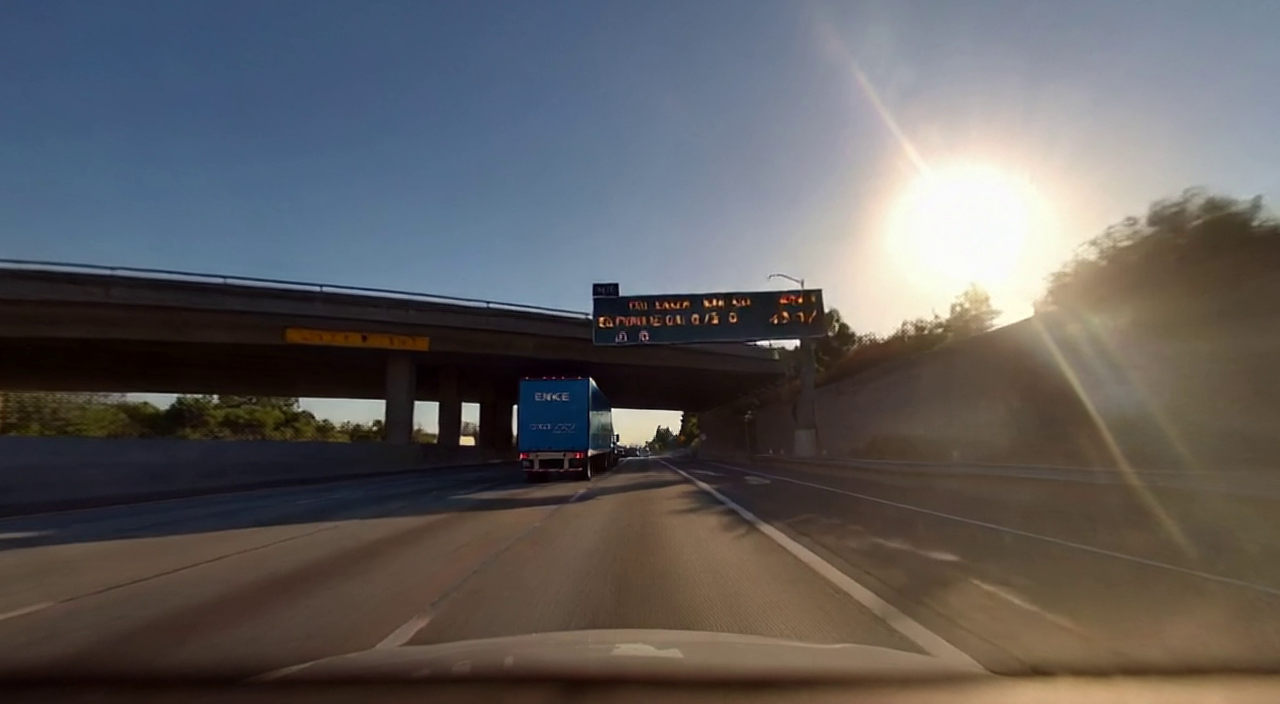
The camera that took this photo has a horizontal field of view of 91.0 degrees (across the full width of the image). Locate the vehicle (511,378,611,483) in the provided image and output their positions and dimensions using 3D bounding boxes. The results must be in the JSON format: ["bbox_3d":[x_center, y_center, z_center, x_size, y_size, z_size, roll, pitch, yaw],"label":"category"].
[{"bbox_3d":[-3.206,3.792,29.314,3.059,3.956,11.036,0,-9,1],"label":"vehicle"}]
